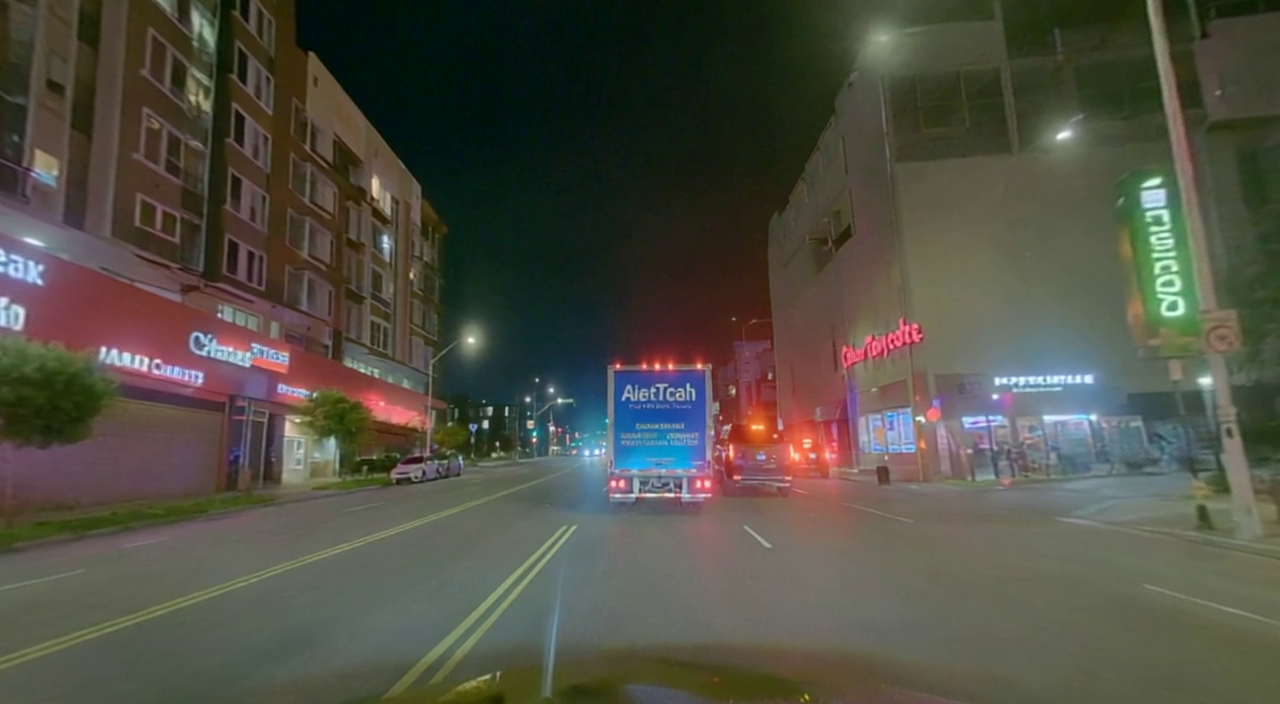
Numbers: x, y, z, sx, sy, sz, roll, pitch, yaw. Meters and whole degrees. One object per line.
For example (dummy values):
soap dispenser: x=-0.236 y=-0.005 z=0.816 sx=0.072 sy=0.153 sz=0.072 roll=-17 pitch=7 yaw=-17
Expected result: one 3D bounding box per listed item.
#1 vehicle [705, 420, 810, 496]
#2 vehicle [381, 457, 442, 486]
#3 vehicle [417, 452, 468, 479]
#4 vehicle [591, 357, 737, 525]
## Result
vehicle: x=3.478 y=3.289 z=19.857 sx=2.346 sy=2.062 sz=5.236 roll=0 pitch=-9 yaw=1
vehicle: x=-13.203 y=6.906 z=36.559 sx=1.901 sy=1.508 sz=4.405 roll=0 pitch=-9 yaw=0
vehicle: x=-13.041 y=7.503 z=41.789 sx=1.943 sy=1.682 sz=4.365 roll=0 pitch=-9 yaw=0
vehicle: x=0.304 y=1.999 z=14.130 sx=2.517 sy=2.926 sz=6.177 roll=0 pitch=-9 yaw=-2
